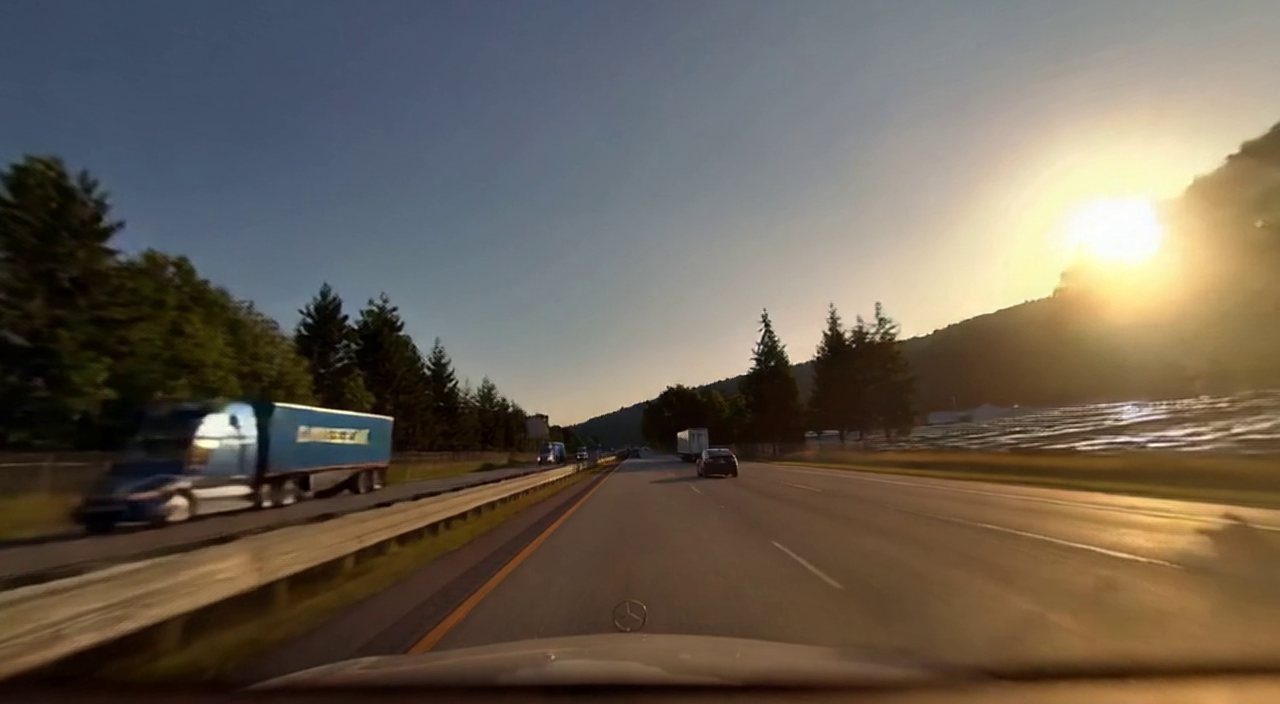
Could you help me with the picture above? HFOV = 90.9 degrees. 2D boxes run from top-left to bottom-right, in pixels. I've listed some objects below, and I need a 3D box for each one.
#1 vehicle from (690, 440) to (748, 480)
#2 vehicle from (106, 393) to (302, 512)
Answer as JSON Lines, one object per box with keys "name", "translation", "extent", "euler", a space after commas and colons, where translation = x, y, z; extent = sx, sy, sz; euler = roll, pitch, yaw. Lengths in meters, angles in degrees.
{"name": "vehicle", "translation": [3.597, 5.038, 29.564], "extent": [2.093, 1.742, 4.167], "euler": [0, -9, -1]}
{"name": "vehicle", "translation": [-15.890, 3.754, 23.691], "extent": [3.003, 3.859, 5.899], "euler": [0, -9, -1]}
